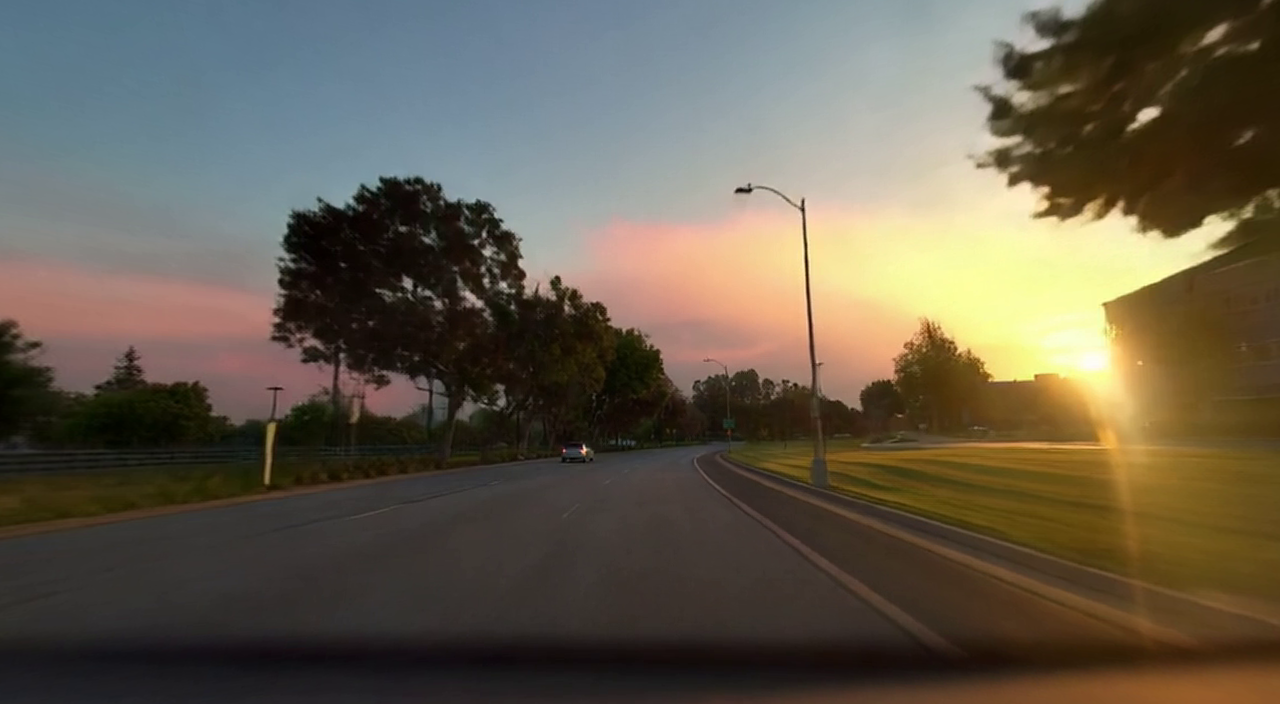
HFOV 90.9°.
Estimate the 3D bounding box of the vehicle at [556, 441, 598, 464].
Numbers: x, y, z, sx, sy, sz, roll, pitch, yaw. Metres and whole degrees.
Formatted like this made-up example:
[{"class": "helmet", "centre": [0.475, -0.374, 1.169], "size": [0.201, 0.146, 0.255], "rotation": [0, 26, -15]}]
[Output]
[{"class": "vehicle", "centre": [-4.205, 6.826, 43.032], "size": [1.945, 1.461, 4.605], "rotation": [-1, -8, 6]}]
